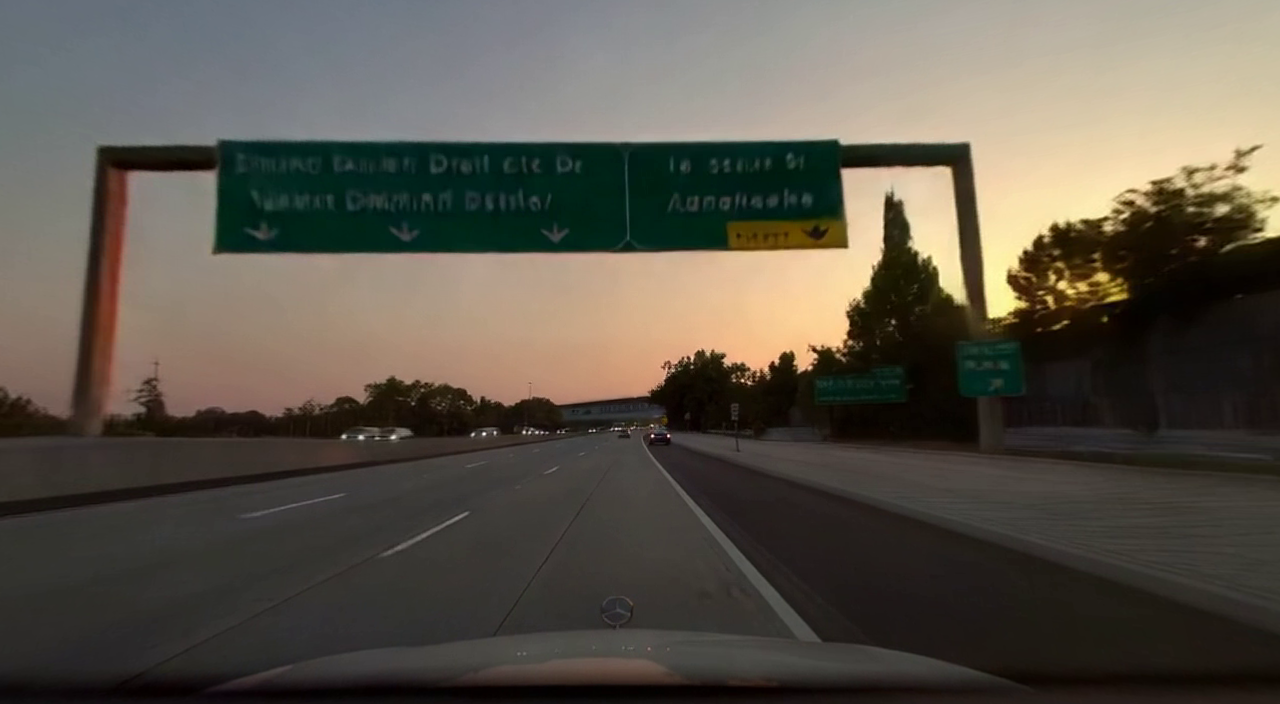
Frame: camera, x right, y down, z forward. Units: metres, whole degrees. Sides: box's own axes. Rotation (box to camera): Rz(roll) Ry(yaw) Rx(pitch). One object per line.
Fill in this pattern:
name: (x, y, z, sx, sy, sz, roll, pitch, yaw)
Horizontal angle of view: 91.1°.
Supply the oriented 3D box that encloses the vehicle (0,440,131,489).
vehicle: (-20.373, 3.796, 21.770, 1.816, 1.493, 4.415, 0, -8, -1)
